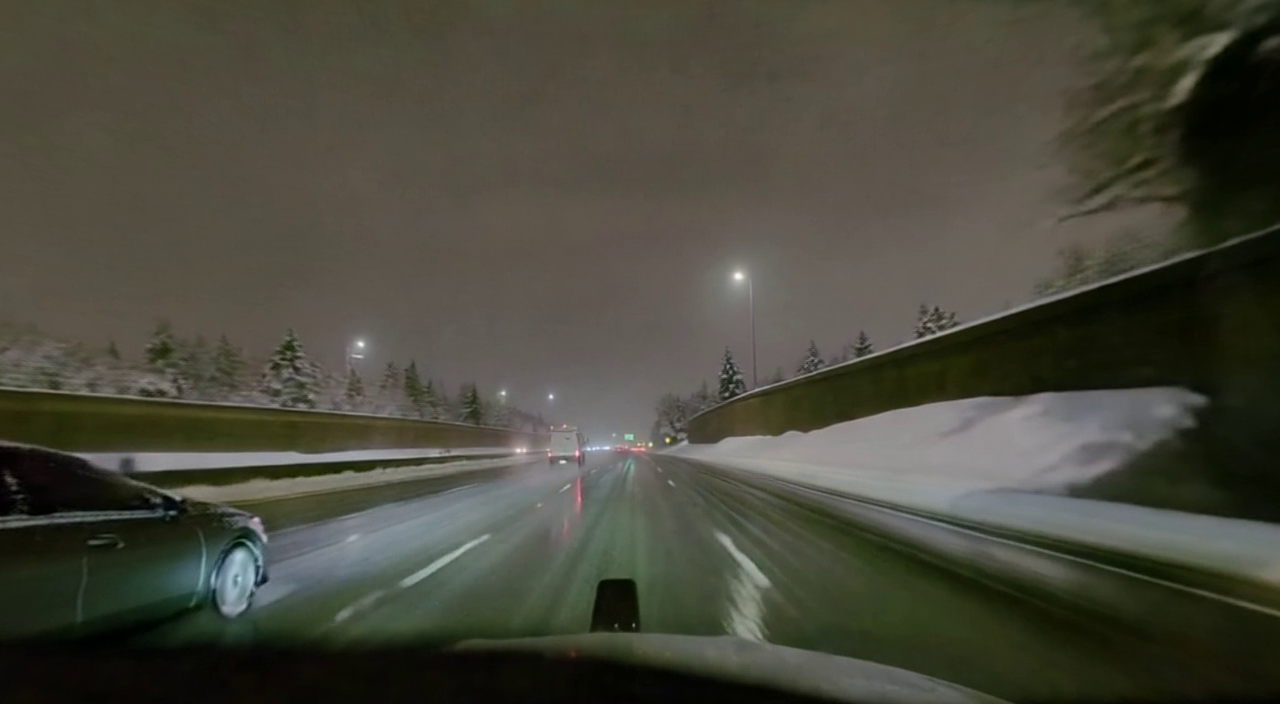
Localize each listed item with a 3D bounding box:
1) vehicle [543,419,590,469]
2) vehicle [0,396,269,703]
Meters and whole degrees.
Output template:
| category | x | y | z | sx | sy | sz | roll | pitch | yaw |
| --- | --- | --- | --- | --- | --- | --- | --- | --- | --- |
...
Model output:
| category | x | y | z | sx | sy | sz | roll | pitch | yaw |
| --- | --- | --- | --- | --- | --- | --- | --- | --- | --- |
| vehicle | -4.635 | 6.008 | 41.091 | 2.364 | 2.953 | 6.732 | 0 | -8 | -1 |
| vehicle | -4.034 | 0.964 | 2.770 | 2.025 | 1.556 | 4.594 | 0 | -8 | 0 |
